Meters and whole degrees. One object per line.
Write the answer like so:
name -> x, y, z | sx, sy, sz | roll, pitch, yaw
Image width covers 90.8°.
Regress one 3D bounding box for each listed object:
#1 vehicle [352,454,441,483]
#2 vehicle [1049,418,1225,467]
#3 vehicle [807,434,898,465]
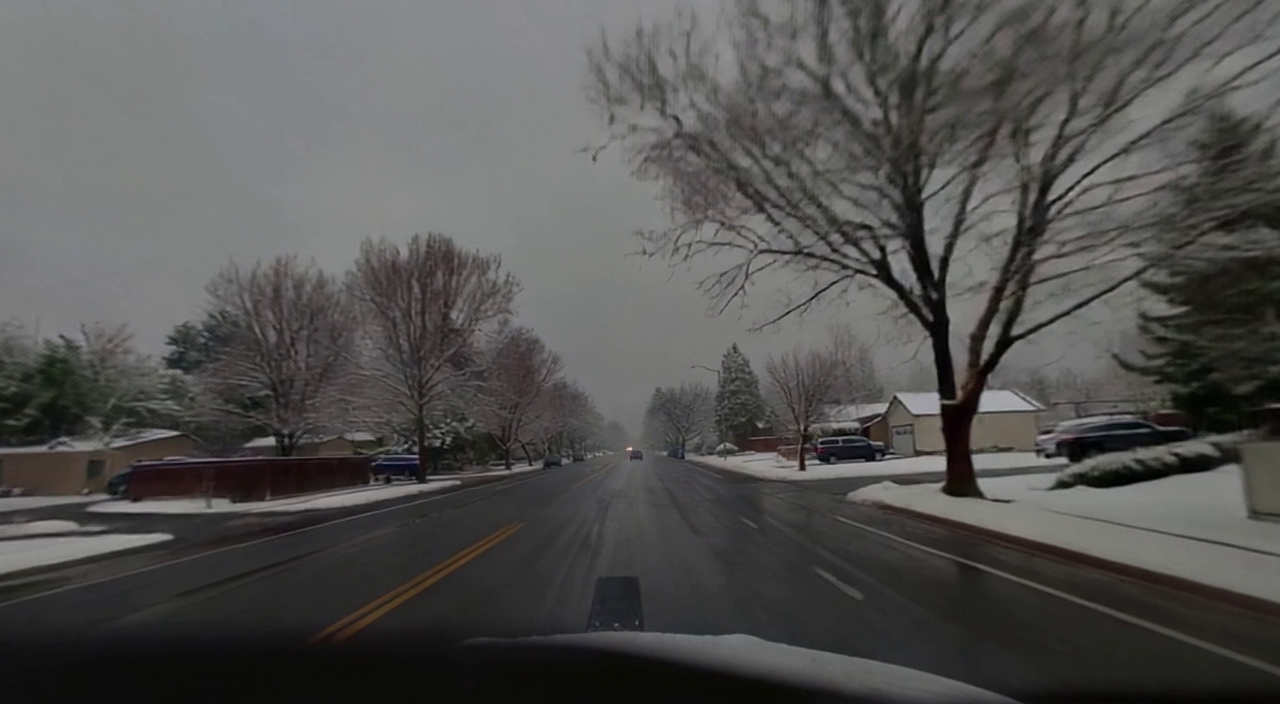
vehicle -> -15.657, 7.467, 40.725 | 4.859, 1.780, 2.031 | -1, -9, 2
vehicle -> 16.880, 3.148, 21.686 | 1.867, 1.390, 4.234 | 2, -10, -34
vehicle -> 11.985, 5.509, 35.745 | 4.392, 1.685, 1.959 | 0, -9, -4
